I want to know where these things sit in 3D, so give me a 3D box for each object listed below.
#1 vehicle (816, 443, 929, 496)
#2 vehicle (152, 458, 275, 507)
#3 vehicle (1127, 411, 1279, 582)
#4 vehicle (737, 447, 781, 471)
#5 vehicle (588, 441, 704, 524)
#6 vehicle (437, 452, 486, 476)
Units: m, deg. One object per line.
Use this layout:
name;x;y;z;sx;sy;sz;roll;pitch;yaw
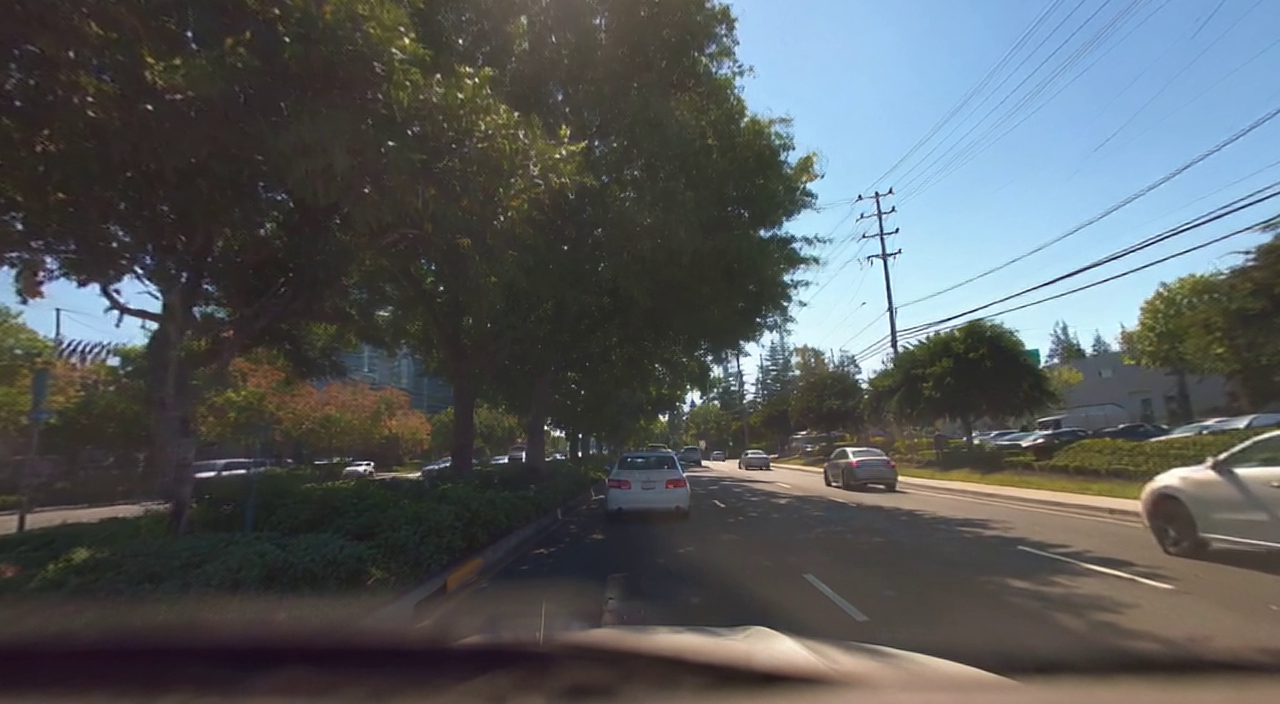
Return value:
vehicle;7.198;3.647;20.073;1.850;1.480;4.474;0;-8;0
vehicle;-15.047;4.573;22.516;1.701;1.494;3.791;0;-8;0
vehicle;7.209;1.338;5.709;1.983;1.649;4.557;0;-8;1
vehicle;7.680;6.942;41.132;1.899;1.458;4.499;0;-8;-1
vehicle;0.112;2.663;13.478;2.108;1.479;3.935;0;-8;0
vehicle;-12.104;7.633;43.129;1.942;1.481;4.621;0;-8;0
